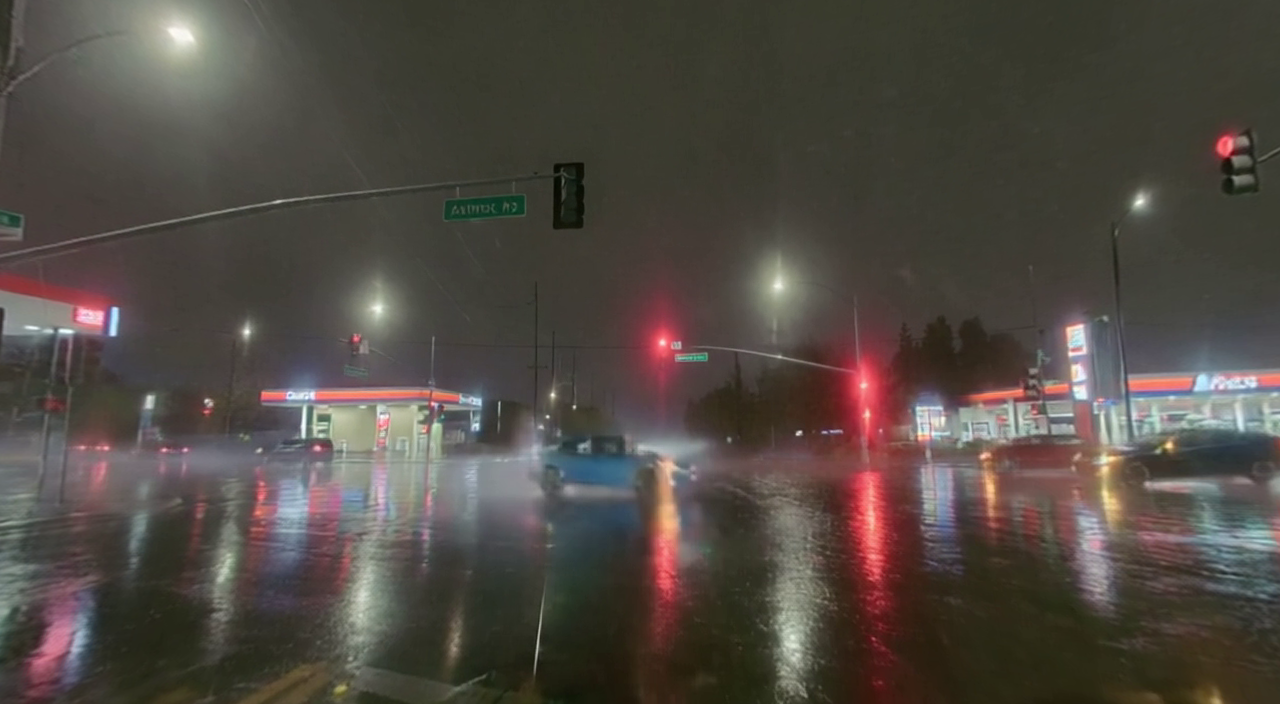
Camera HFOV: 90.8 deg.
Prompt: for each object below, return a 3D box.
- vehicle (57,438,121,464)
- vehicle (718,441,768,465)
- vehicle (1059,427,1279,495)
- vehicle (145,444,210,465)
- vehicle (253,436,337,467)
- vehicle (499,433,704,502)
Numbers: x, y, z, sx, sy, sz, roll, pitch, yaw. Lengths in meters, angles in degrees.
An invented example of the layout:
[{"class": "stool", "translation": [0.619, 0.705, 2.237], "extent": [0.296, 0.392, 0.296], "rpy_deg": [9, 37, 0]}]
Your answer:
[{"class": "vehicle", "translation": [-39.963, 7.172, 45.796], "extent": [4.311, 1.742, 1.864], "rpy_deg": [-5, -9, 27]}, {"class": "vehicle", "translation": [6.580, 6.525, 41.019], "extent": [1.831, 1.467, 4.792], "rpy_deg": [1, -8, -8]}, {"class": "vehicle", "translation": [13.304, 2.628, 15.479], "extent": [4.681, 1.495, 2.096], "rpy_deg": [-4, -9, 23]}, {"class": "vehicle", "translation": [-34.302, 7.562, 46.828], "extent": [4.801, 1.466, 1.830], "rpy_deg": [-5, -9, 27]}, {"class": "vehicle", "translation": [-19.436, 5.590, 35.596], "extent": [4.562, 1.676, 1.819], "rpy_deg": [-5, -9, 27]}, {"class": "vehicle", "translation": [-0.981, 2.763, 15.463], "extent": [4.670, 1.458, 1.959], "rpy_deg": [-5, -10, 30]}]
